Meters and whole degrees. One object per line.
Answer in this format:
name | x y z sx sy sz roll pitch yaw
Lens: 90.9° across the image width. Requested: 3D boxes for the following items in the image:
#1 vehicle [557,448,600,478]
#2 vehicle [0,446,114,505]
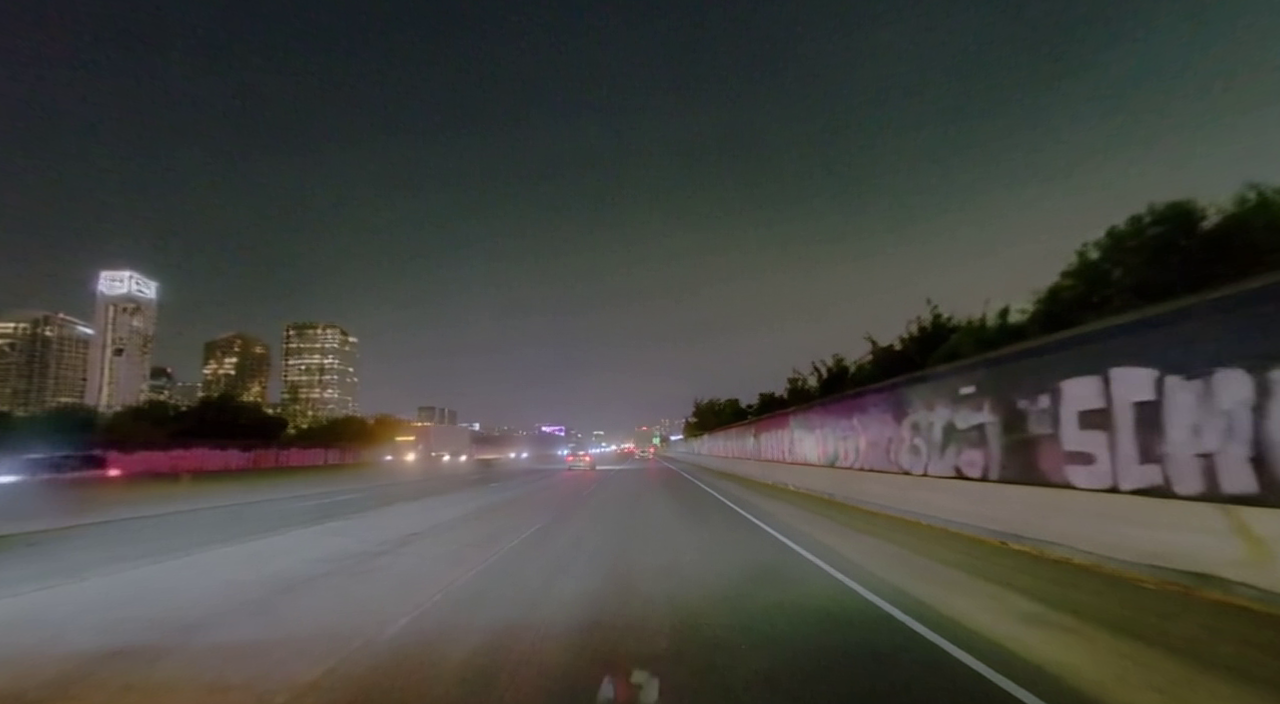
vehicle | -3.234 5.881 33.712 1.803 1.466 4.509 0 -9 0
vehicle | -22.040 4.353 22.615 2.061 1.935 4.754 0 -9 1
